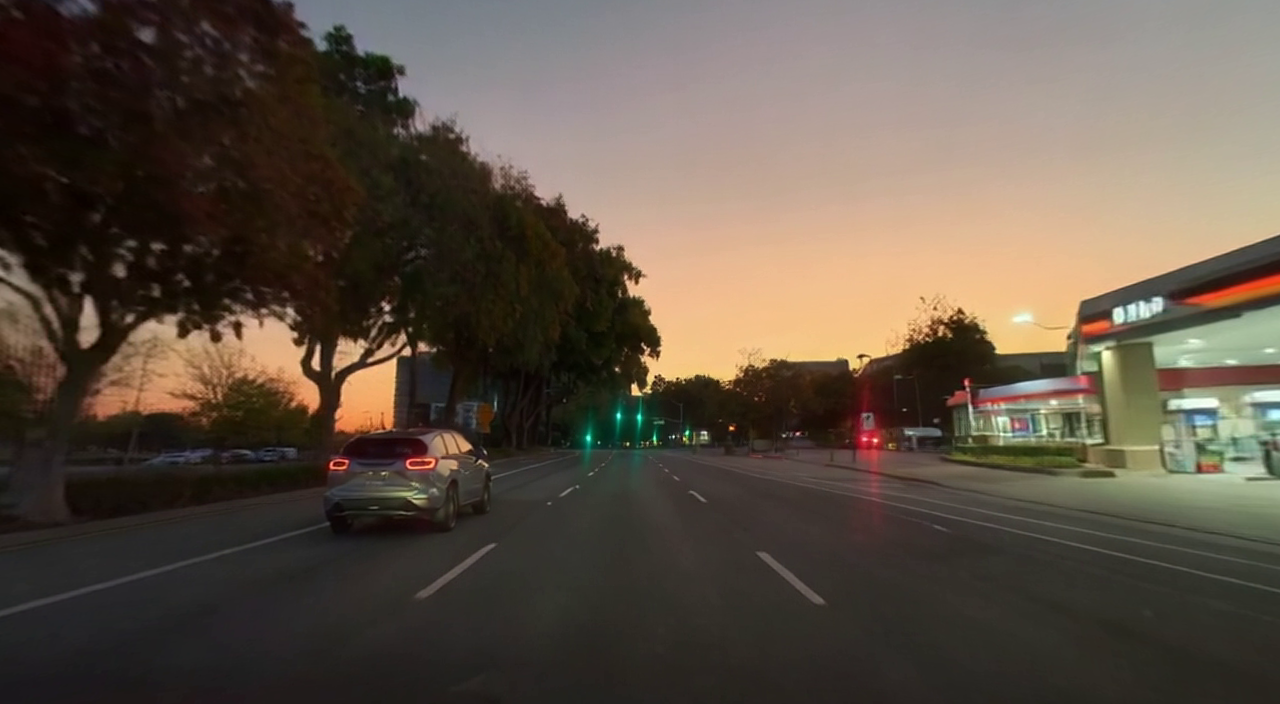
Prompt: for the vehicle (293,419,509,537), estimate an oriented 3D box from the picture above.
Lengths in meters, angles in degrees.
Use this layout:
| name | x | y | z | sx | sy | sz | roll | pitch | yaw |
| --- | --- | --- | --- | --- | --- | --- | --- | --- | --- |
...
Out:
| name | x | y | z | sx | sy | sz | roll | pitch | yaw |
| --- | --- | --- | --- | --- | --- | --- | --- | --- | --- |
| vehicle | -3.890 | 2.139 | 11.342 | 2.039 | 1.656 | 4.710 | 0 | -8 | 0 |
